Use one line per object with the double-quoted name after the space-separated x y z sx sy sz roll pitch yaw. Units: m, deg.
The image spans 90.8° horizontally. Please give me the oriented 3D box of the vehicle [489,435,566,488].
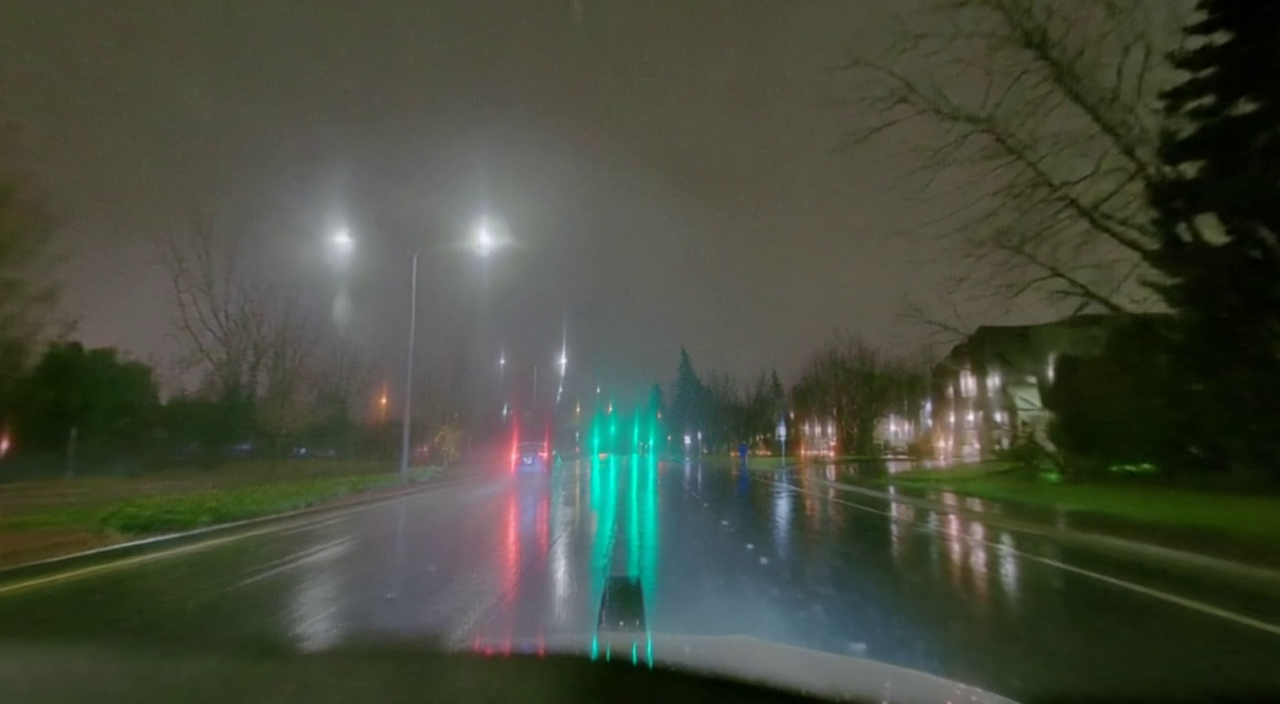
-4.021 3.979 23.312 1.993 1.733 4.262 0 -8 1 "vehicle"
